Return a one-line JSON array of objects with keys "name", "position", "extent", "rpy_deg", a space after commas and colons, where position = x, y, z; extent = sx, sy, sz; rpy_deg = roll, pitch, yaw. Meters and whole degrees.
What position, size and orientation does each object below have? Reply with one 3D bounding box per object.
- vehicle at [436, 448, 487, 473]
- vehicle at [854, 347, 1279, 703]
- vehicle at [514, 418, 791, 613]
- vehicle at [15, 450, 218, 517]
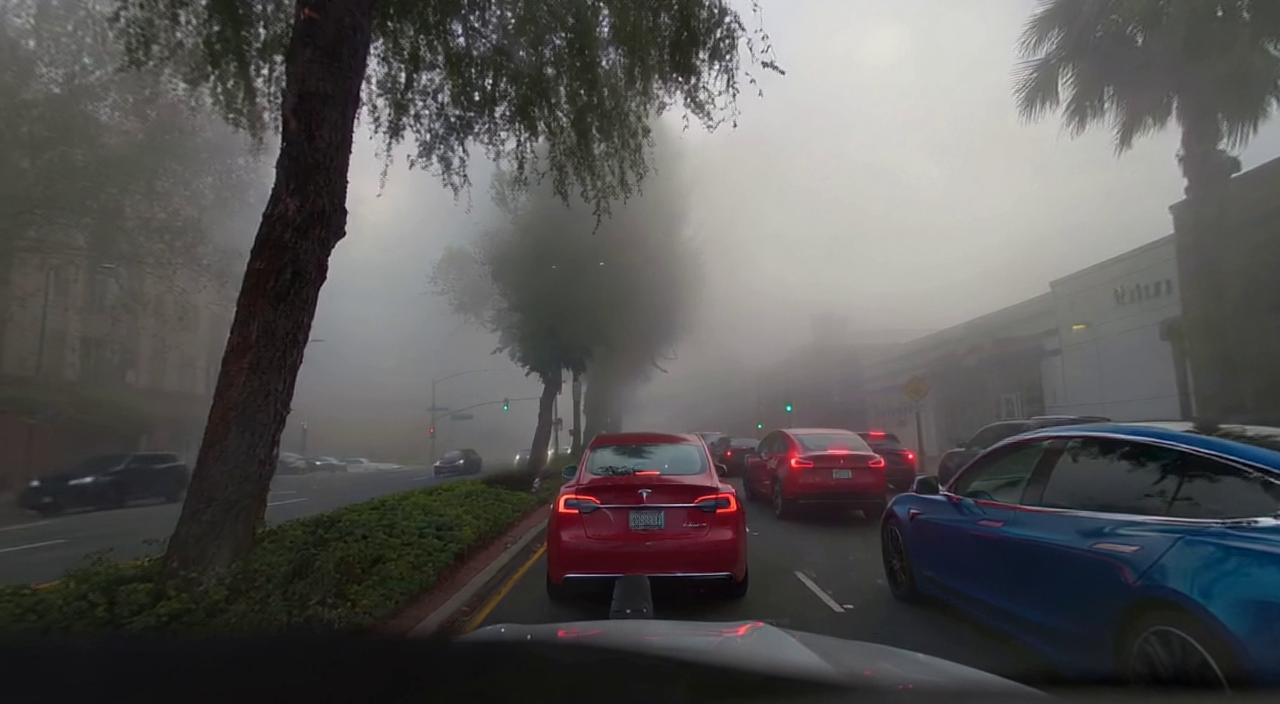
[{"name": "vehicle", "position": [-11.438, 6.961, 40.696], "extent": [1.892, 1.479, 4.355], "rpy_deg": [-1, -8, 3]}, {"name": "vehicle", "position": [3.181, 1.096, 4.034], "extent": [2.038, 1.651, 4.455], "rpy_deg": [0, -8, 0]}, {"name": "vehicle", "position": [0.105, 1.556, 6.912], "extent": [2.137, 1.488, 3.938], "rpy_deg": [0, -8, 0]}, {"name": "vehicle", "position": [-14.902, 3.714, 18.387], "extent": [2.005, 1.630, 4.556], "rpy_deg": [0, -8, 0]}]
